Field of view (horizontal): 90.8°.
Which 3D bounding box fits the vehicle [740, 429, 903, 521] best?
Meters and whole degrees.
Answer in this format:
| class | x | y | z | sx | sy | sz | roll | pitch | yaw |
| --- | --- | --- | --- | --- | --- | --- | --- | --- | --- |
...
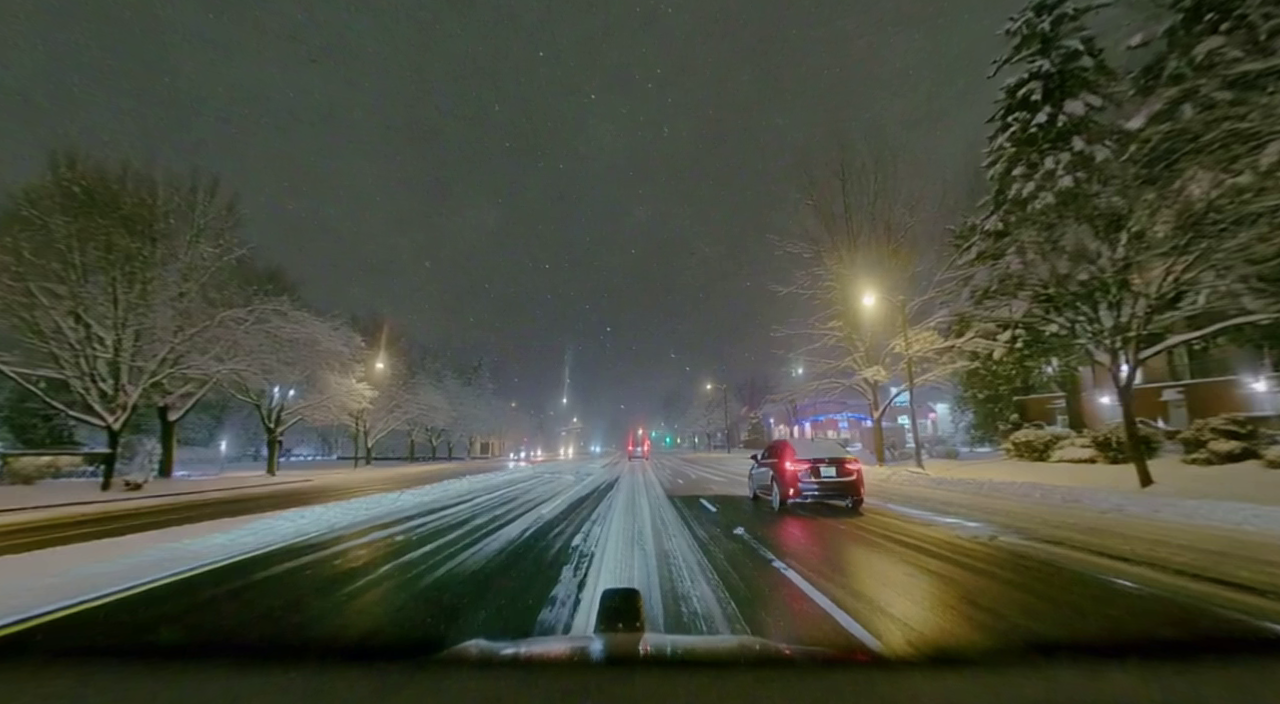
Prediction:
| class | x | y | z | sx | sy | sz | roll | pitch | yaw |
| --- | --- | --- | --- | --- | --- | --- | --- | --- | --- |
| vehicle | 3.615 | 2.552 | 13.665 | 1.995 | 1.616 | 4.729 | 0 | -9 | -2 |
